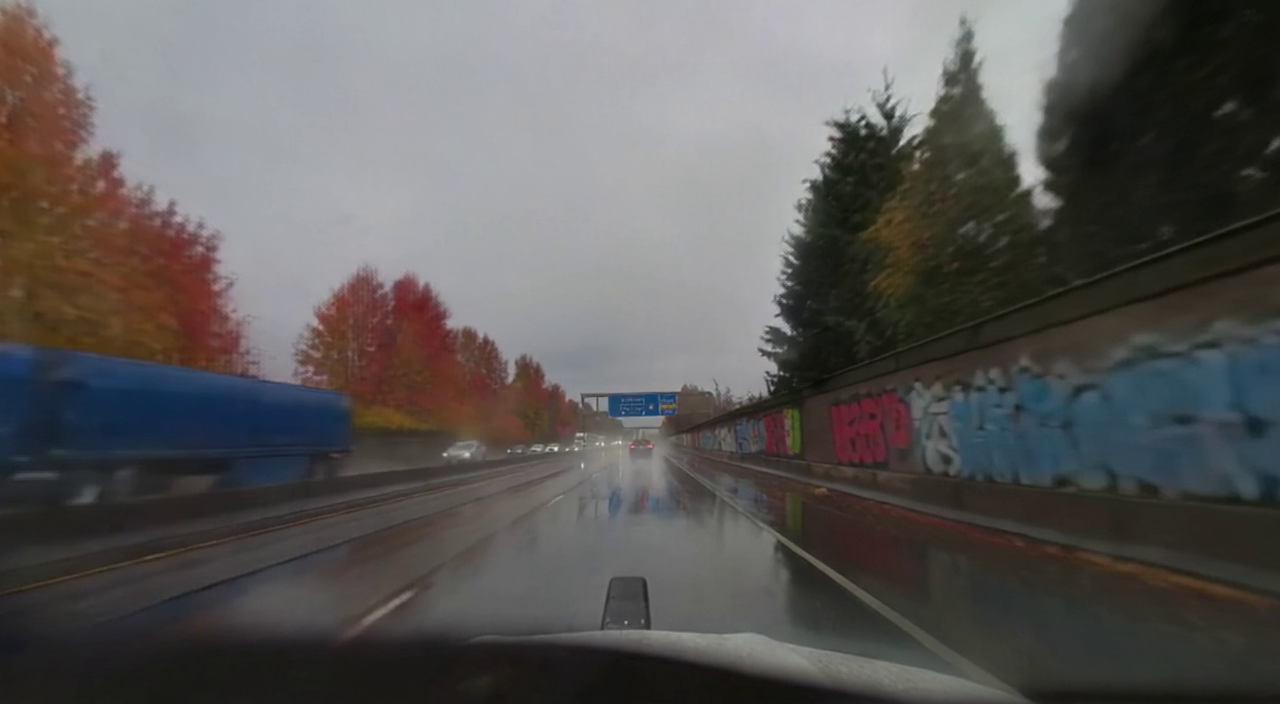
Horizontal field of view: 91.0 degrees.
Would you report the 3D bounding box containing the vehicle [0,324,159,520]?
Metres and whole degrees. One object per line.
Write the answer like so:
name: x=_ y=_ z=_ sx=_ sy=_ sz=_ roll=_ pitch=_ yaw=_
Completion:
vehicle: x=-15.165 y=1.661 z=14.574 sx=3.033 sy=4.136 sz=5.972 roll=1 pitch=-8 yaw=0
